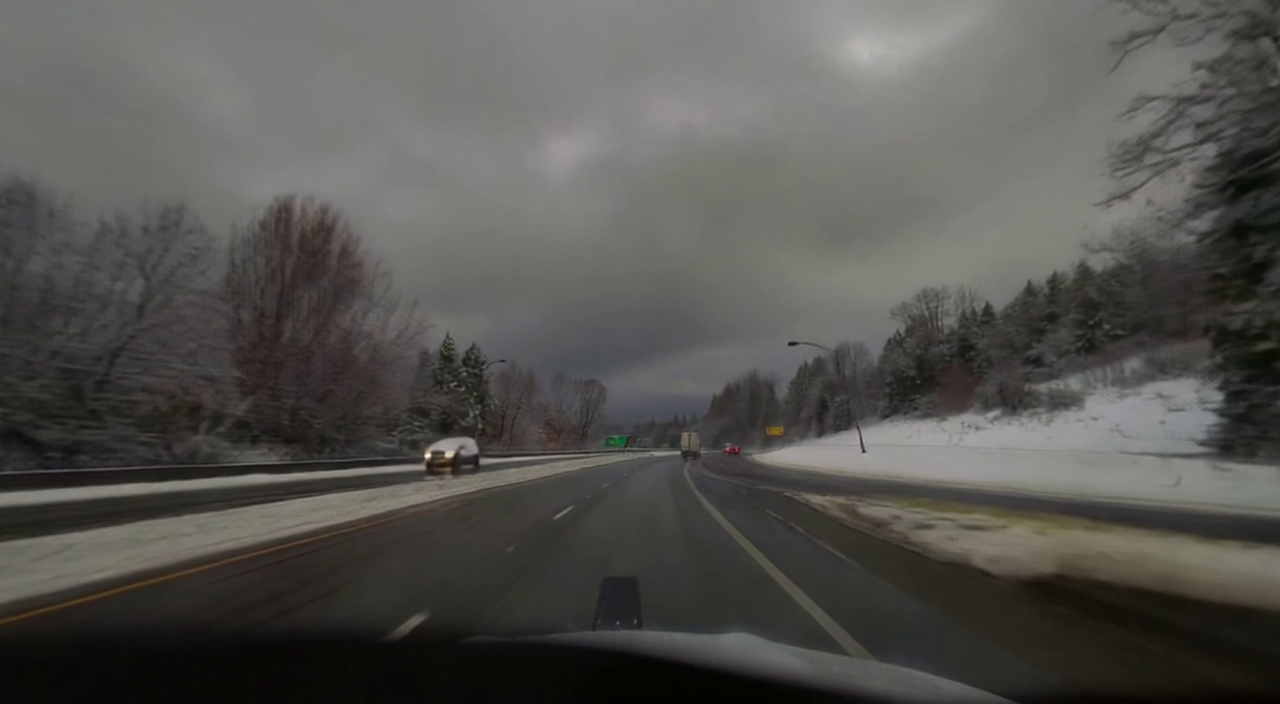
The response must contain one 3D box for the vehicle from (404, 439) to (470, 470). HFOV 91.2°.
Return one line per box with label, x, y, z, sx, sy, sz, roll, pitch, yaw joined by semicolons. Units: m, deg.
vehicle;-13.382;6.803;41.728;2.089;1.939;5.262;-1;-9;7
